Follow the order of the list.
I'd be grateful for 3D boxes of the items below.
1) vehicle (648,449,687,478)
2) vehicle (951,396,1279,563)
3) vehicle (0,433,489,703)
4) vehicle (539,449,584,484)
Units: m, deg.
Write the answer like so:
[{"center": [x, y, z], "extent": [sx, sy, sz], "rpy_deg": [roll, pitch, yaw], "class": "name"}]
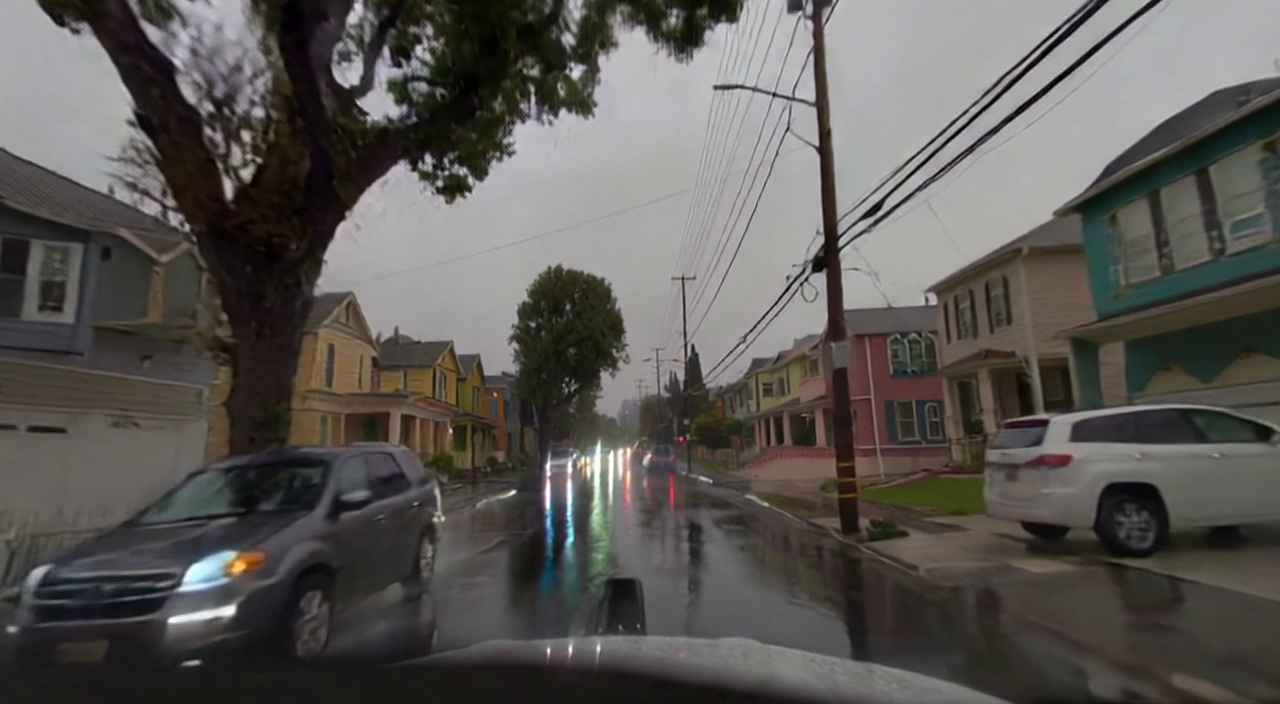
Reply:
[{"center": [1.801, 7.555, 43.153], "extent": [2.129, 1.873, 4.471], "rpy_deg": [0, -9, -4], "class": "vehicle"}, {"center": [7.971, 1.867, 9.587], "extent": [5.274, 2.170, 2.205], "rpy_deg": [0, -10, -4], "class": "vehicle"}, {"center": [-3.253, 1.827, 6.373], "extent": [2.204, 1.655, 4.813], "rpy_deg": [-7, -8, -2], "class": "vehicle"}, {"center": [-4.394, 6.415, 35.836], "extent": [2.082, 1.759, 4.541], "rpy_deg": [-2, -8, -1], "class": "vehicle"}]
